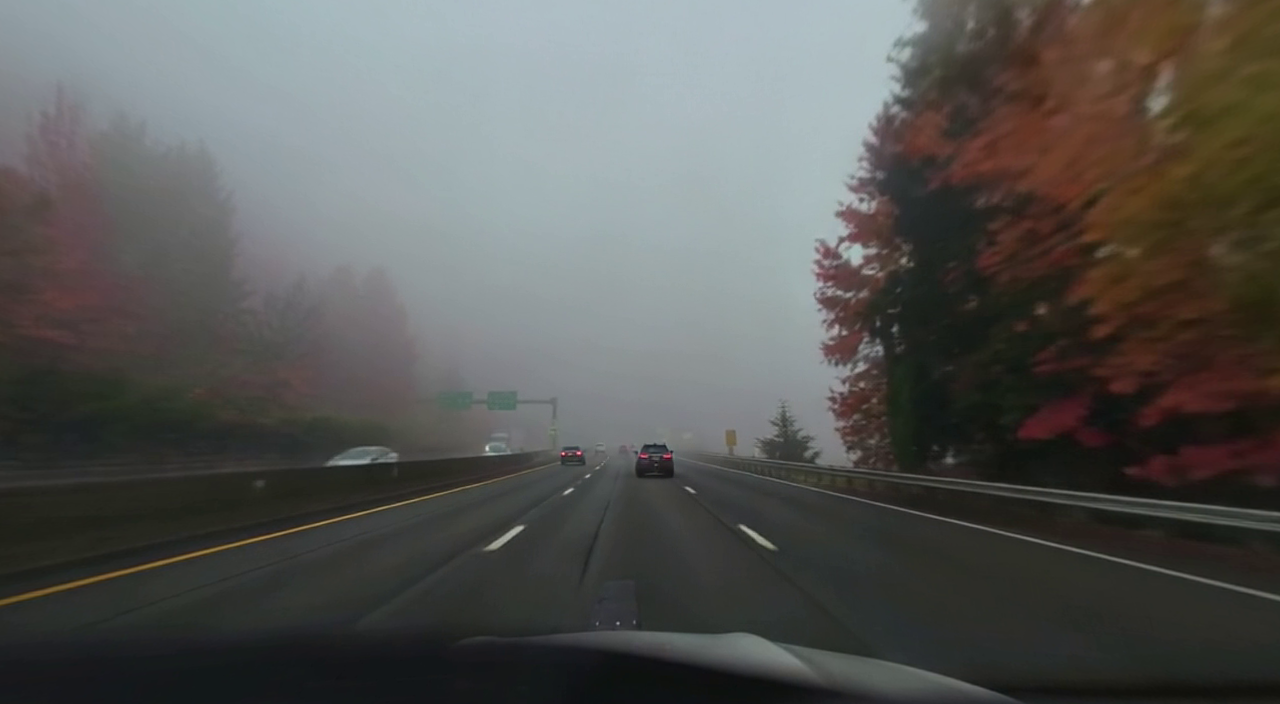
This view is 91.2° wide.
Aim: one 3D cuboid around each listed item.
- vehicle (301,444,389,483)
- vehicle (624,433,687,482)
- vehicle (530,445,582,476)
[{"bbox_3d":[-13.528,5.112,29.034,1.979,1.647,4.207,0,-9,0],"label":"vehicle"},{"bbox_3d":[0.515,4.168,24.935,2.250,1.718,4.358,0,-9,-1],"label":"vehicle"},{"bbox_3d":[-4.059,5.294,30.857,2.037,1.418,3.793,0,-9,0],"label":"vehicle"}]
